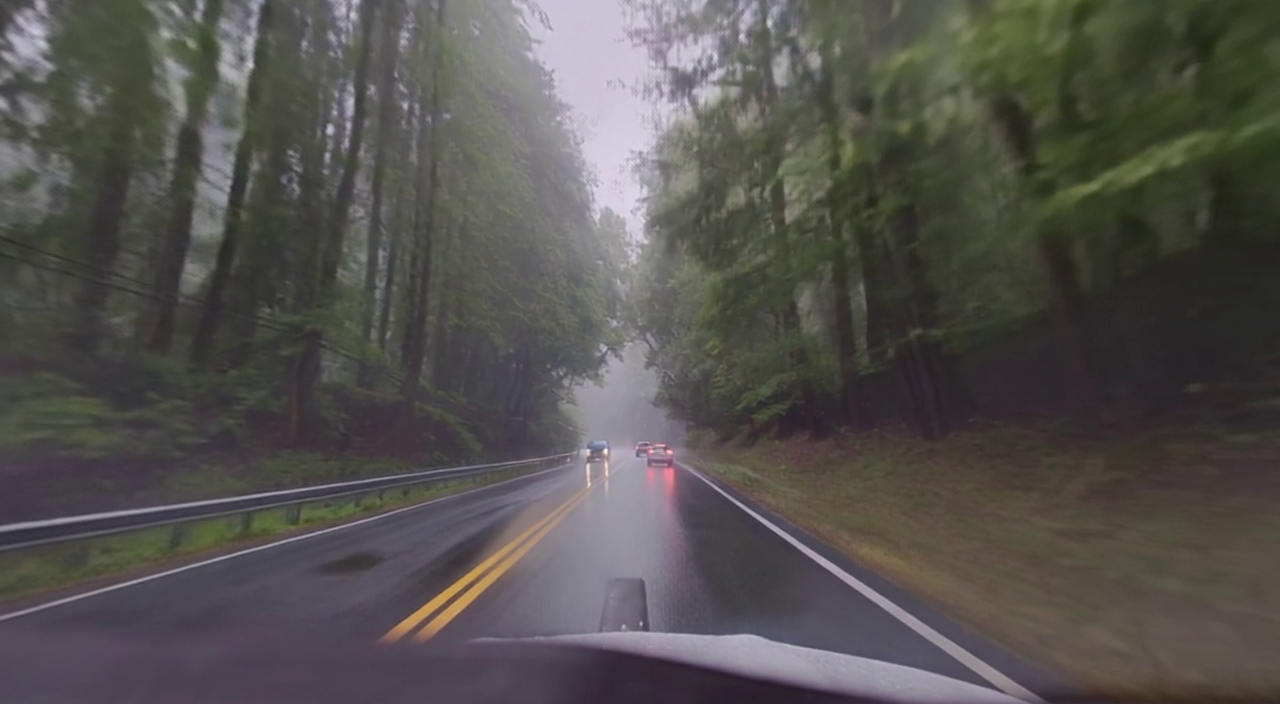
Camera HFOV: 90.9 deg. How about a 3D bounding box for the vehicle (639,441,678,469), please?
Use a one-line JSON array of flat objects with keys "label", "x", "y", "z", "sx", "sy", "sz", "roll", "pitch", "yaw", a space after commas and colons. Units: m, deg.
[{"label": "vehicle", "x": 0.998, "y": 5.938, "z": 36.581, "sx": 2.120, "sy": 1.491, "sz": 4.349, "roll": 0, "pitch": -8, "yaw": 0}]
